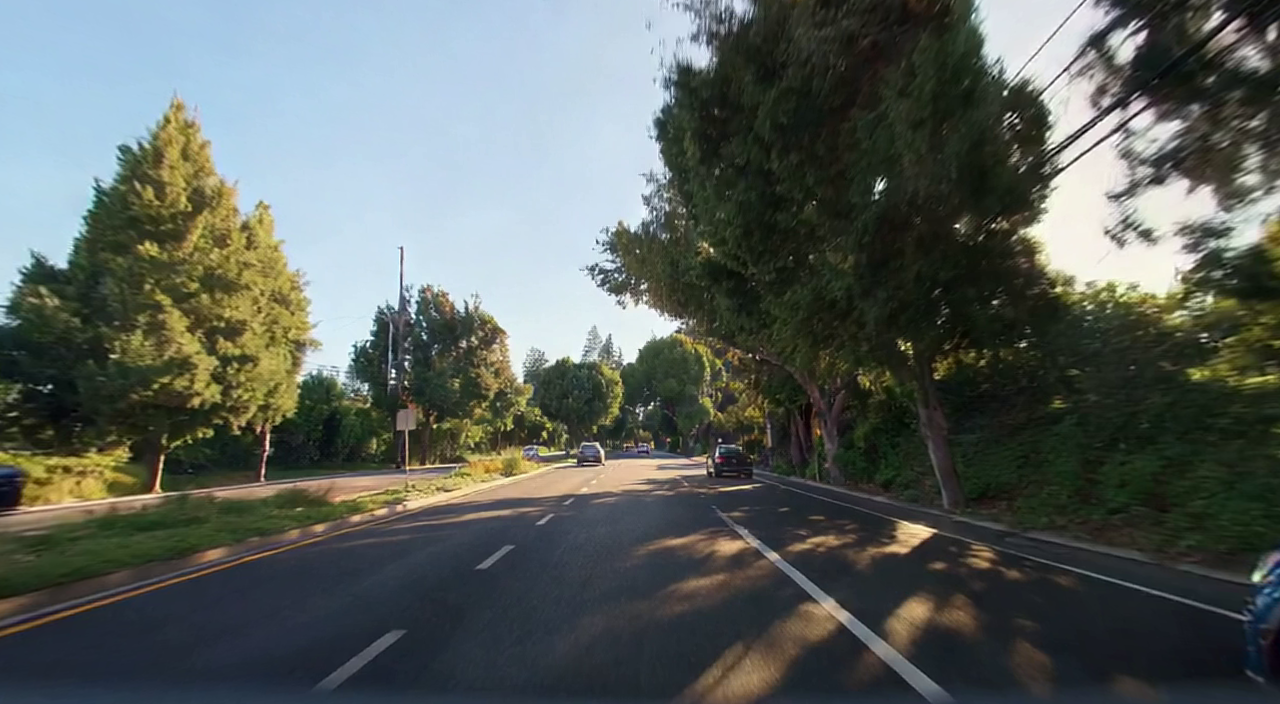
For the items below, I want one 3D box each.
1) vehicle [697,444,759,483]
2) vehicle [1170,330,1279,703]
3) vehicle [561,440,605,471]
[{"bbox_3d":[3.539,4.573,26.169,1.906,1.468,4.422,0,-9,-1],"label":"vehicle"},{"bbox_3d":[3.419,0.526,0.455,2.182,1.744,4.464,0,-9,1],"label":"vehicle"},{"bbox_3d":[-3.255,6.056,37.037,2.066,1.725,4.241,0,-9,2],"label":"vehicle"}]
